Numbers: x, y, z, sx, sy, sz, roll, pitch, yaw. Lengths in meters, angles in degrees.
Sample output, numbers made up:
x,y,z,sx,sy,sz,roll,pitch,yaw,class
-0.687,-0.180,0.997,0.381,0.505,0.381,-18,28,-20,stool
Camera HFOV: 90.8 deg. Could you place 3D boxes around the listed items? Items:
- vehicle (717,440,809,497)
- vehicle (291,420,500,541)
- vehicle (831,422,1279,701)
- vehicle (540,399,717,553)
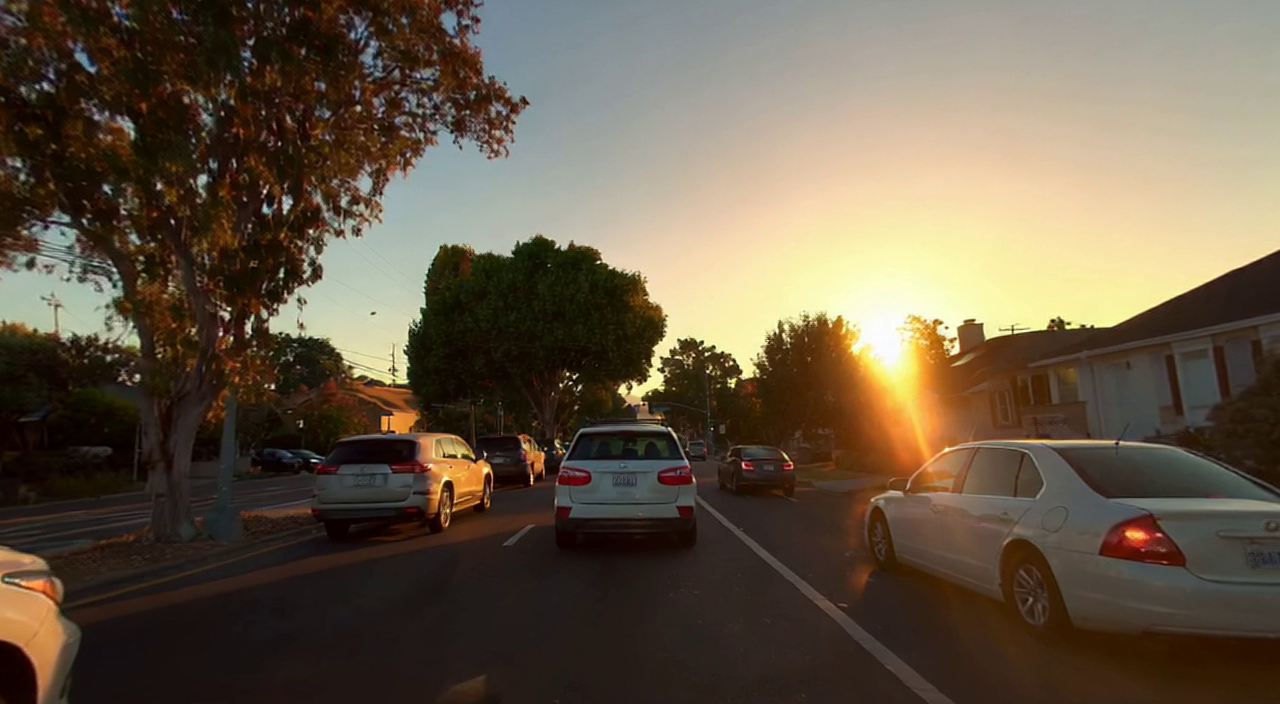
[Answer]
x,y,z,sx,sy,sz,roll,pitch,yaw,class
3.501,3.373,18.736,1.880,1.476,3.932,0,-8,-1,vehicle
-3.717,2.019,10.585,1.864,1.576,4.324,0,-8,-1,vehicle
3.474,1.462,5.757,1.977,1.480,4.589,0,-8,-1,vehicle
-0.231,1.826,9.940,2.164,1.867,4.254,0,-8,-3,vehicle
